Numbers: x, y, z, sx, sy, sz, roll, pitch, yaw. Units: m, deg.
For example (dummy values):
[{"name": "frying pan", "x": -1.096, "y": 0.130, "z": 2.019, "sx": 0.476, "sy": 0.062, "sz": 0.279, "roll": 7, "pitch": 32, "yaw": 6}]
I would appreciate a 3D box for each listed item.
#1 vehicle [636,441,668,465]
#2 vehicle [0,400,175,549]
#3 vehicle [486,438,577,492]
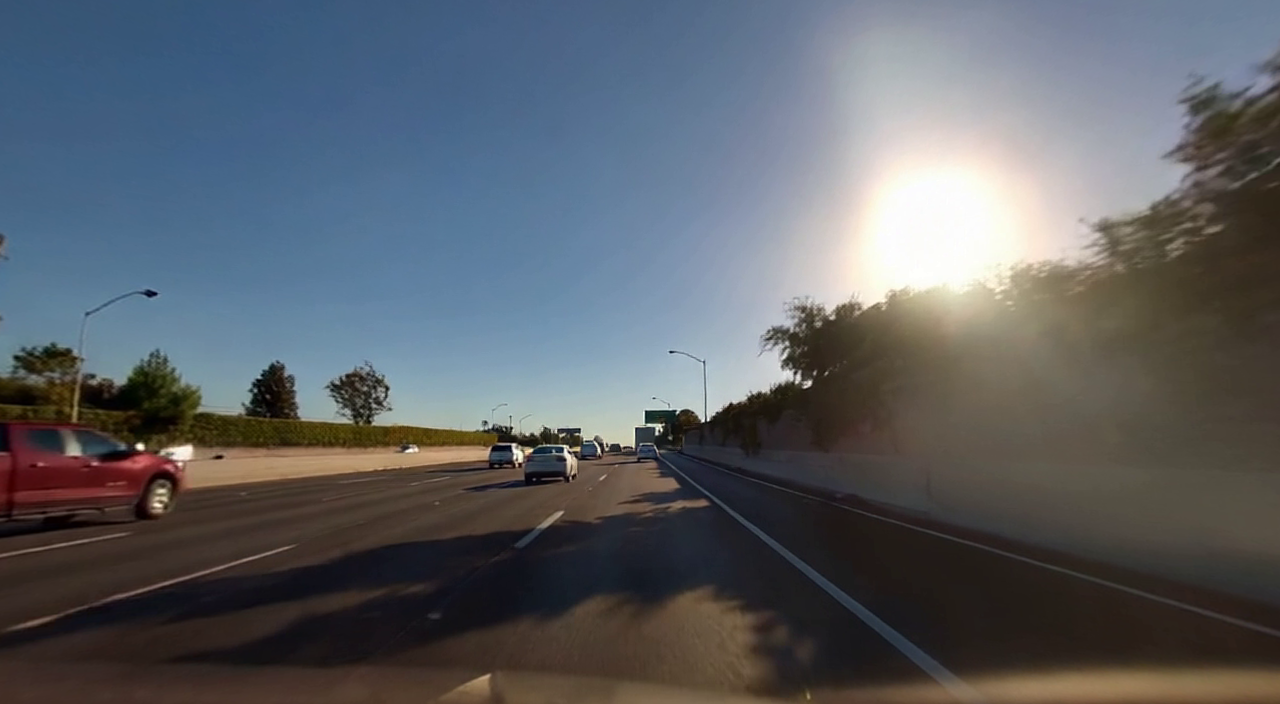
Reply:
[{"name": "vehicle", "x": 0.773, "y": 6.736, "z": 42.363, "sx": 2.073, "sy": 1.480, "sz": 4.343, "roll": 0, "pitch": -8, "yaw": 0}, {"name": "vehicle", "x": -9.923, "y": 1.713, "z": 8.850, "sx": 2.339, "sy": 2.018, "sz": 5.790, "roll": -1, "pitch": -8, "yaw": 0}, {"name": "vehicle", "x": -3.223, "y": 3.448, "z": 19.595, "sx": 2.056, "sy": 1.480, "sz": 4.022, "roll": -1, "pitch": -8, "yaw": 1}]
